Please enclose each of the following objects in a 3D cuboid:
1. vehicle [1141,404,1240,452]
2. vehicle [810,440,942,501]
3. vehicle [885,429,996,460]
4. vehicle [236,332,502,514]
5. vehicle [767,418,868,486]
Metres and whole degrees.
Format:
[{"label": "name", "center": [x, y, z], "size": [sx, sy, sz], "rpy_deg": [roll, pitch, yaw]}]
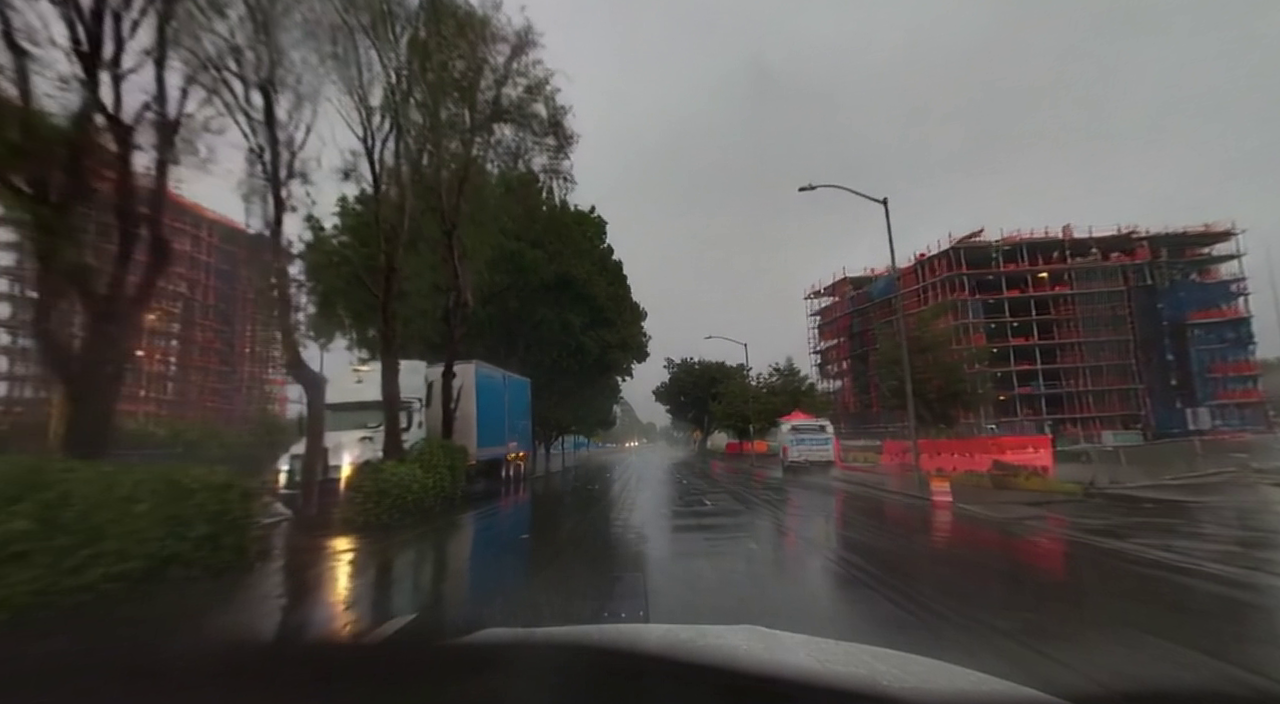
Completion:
[{"label": "vehicle", "center": [23.118, 3.304, 26.605], "size": [2.078, 1.823, 5.181], "rpy_deg": [-5, -10, 30]}, {"label": "vehicle", "center": [6.530, 3.309, 18.028], "size": [1.933, 1.488, 4.736], "rpy_deg": [0, -8, 0]}, {"label": "vehicle", "center": [15.943, 4.935, 33.463], "size": [4.775, 1.610, 2.147], "rpy_deg": [0, -8, -3]}, {"label": "vehicle", "center": [-7.081, 2.304, 19.129], "size": [3.071, 3.982, 10.729], "rpy_deg": [0, -8, 1]}, {"label": "vehicle", "center": [6.611, 3.823, 24.195], "size": [2.233, 2.269, 5.757], "rpy_deg": [0, -8, 1]}]
